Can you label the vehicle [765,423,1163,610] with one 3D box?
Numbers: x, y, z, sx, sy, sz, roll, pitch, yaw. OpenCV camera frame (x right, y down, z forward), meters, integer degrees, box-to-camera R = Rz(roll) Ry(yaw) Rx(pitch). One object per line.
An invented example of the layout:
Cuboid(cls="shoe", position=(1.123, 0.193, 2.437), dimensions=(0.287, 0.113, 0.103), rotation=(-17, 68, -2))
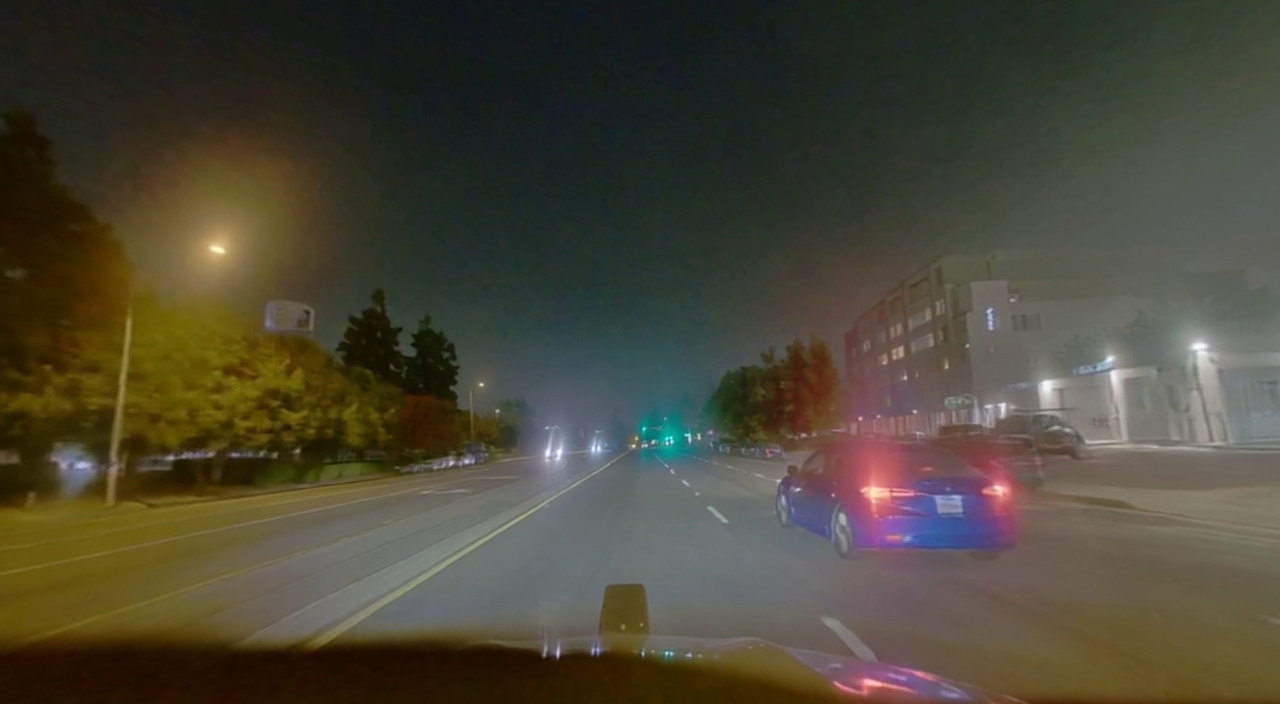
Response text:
Cuboid(cls="vehicle", position=(2.994, 1.629, 7.249), dimensions=(2.141, 1.443, 4.499), rotation=(0, -9, -1))
